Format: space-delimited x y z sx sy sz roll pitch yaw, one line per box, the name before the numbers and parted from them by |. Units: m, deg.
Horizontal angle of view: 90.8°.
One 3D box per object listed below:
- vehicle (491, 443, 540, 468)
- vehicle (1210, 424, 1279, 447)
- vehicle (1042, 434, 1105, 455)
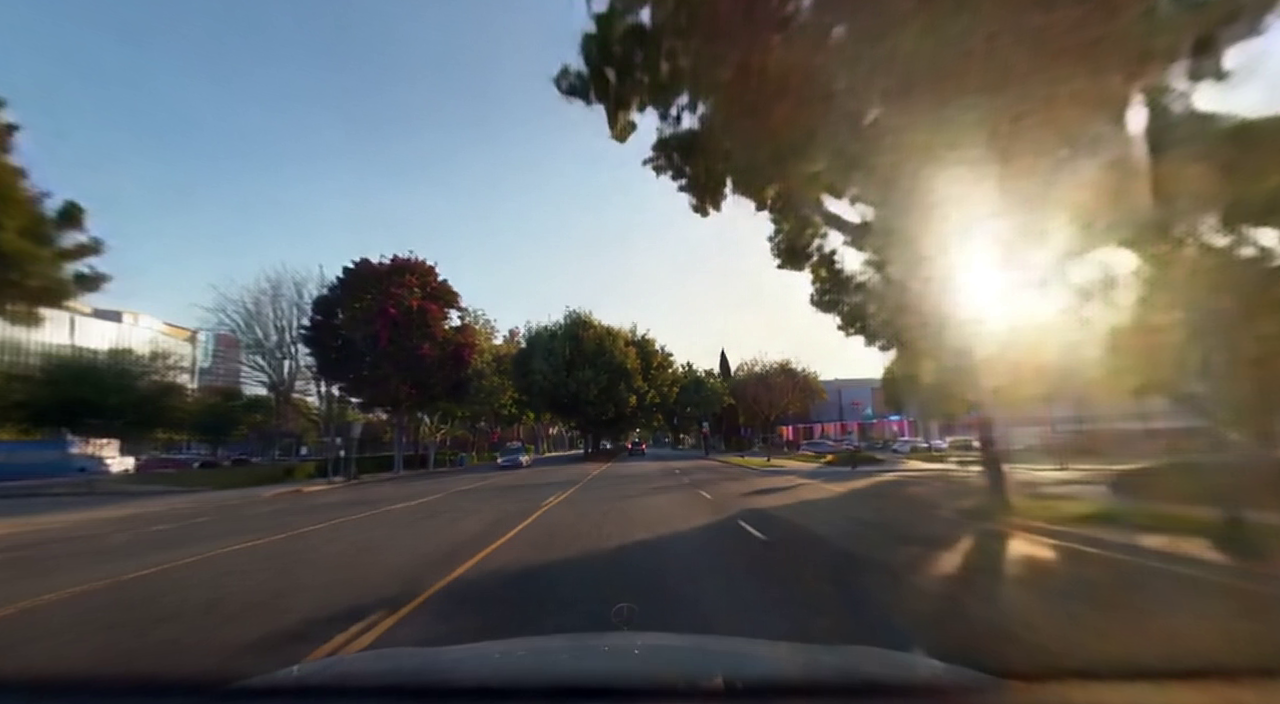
vehicle | -7.589 6.343 38.886 1.969 1.462 4.425 -1 -8 2
vehicle | 44.473 6.140 46.132 1.802 1.547 3.913 1 -9 -7
vehicle | 31.701 6.788 46.297 1.739 1.473 3.844 0 -8 -3
